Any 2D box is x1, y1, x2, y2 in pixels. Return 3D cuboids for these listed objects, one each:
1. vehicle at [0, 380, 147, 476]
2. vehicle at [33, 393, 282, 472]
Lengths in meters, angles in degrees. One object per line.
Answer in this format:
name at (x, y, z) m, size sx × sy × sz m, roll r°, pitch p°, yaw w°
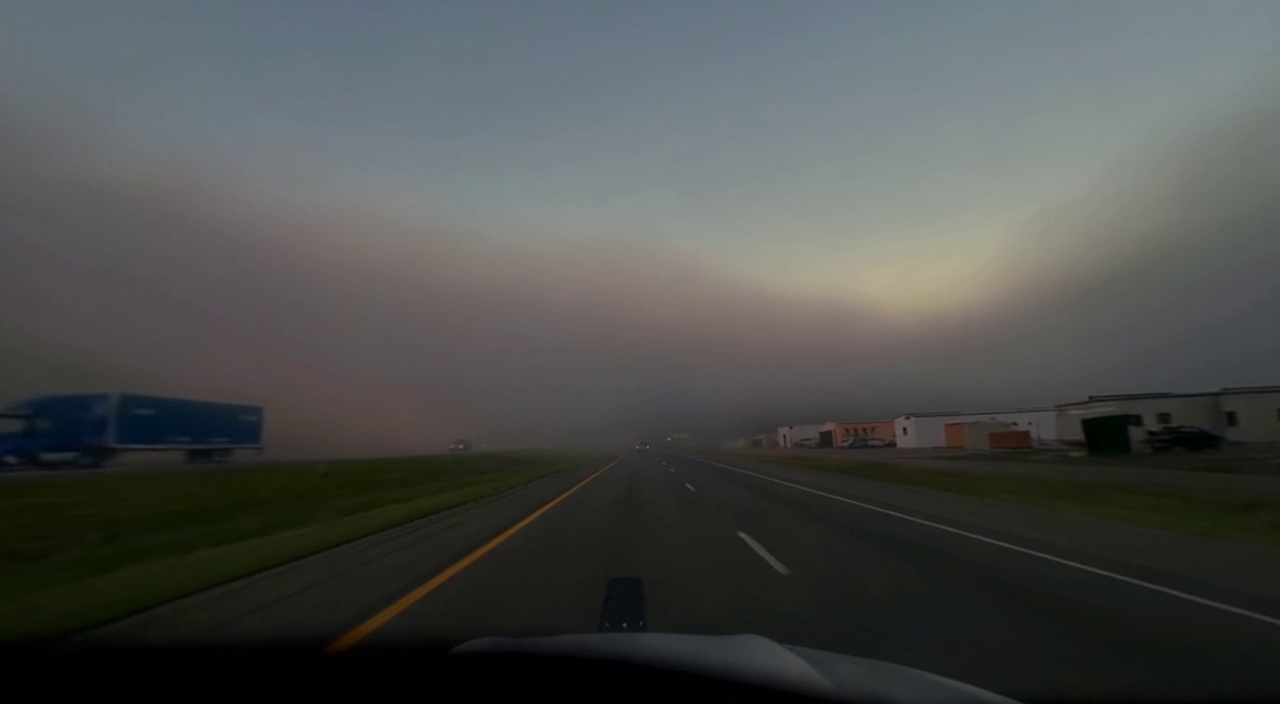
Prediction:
vehicle at (-28.794, 3.796, 30.634) m, size 3.044 × 4.044 × 7.981 m, roll 0°, pitch -8°, yaw -1°
vehicle at (-28.883, 5.251, 39.936) m, size 2.915 × 3.909 × 16.453 m, roll 0°, pitch -8°, yaw 0°
